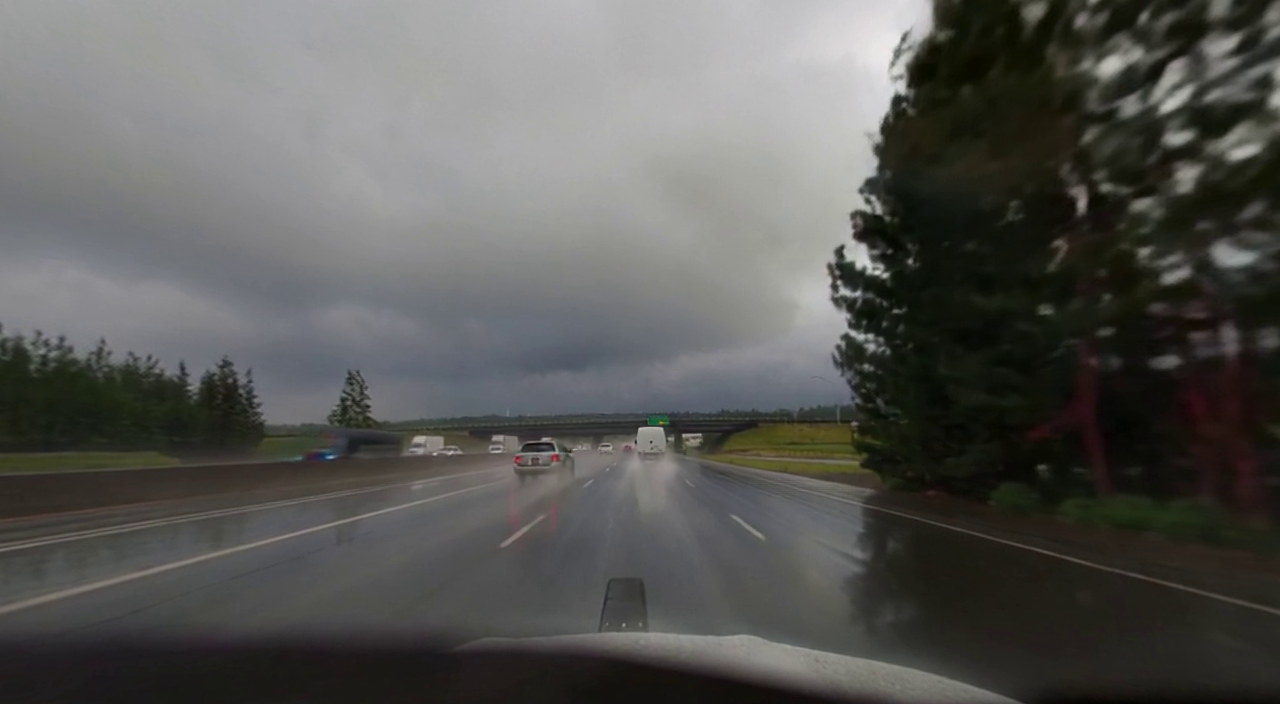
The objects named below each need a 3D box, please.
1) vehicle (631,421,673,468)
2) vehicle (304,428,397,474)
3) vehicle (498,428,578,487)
[{"bbox_3d":[0.756,6.797,46.041,2.790,3.075,7.414,0,-9,0],"label":"vehicle"},{"bbox_3d":[-16.504,5.717,36.372,2.629,2.384,5.546,0,-9,0],"label":"vehicle"},{"bbox_3d":[-3.911,4.202,25.320,2.233,2.093,5.565,0,-9,0],"label":"vehicle"}]
